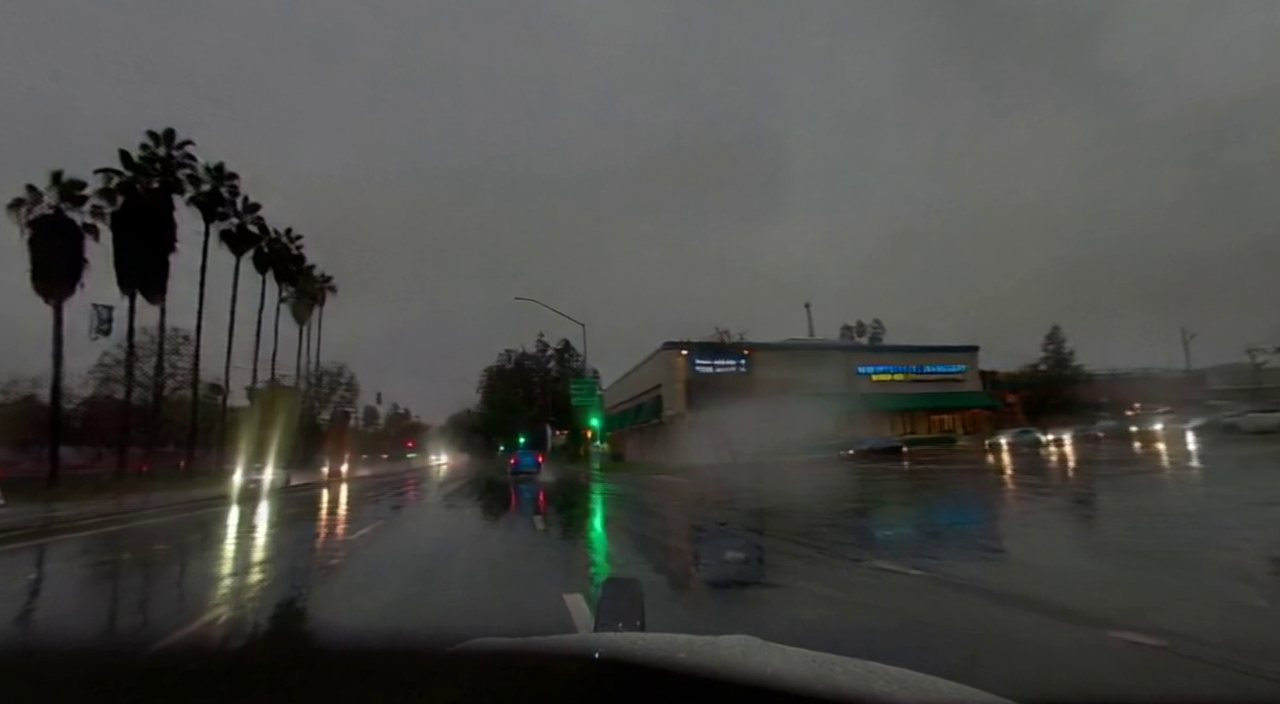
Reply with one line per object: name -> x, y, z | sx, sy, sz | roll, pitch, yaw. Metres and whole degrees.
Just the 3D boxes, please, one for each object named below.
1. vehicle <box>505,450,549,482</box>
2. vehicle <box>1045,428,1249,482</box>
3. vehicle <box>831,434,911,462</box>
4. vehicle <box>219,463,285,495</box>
vehicle -> -6.230, 6.175, 34.469 | 1.969, 1.555, 4.431 | 2, -9, -15
vehicle -> 14.262, 2.891, 17.898 | 4.355, 1.398, 2.085 | 1, -9, -11
vehicle -> 13.371, 5.603, 36.902 | 2.046, 1.481, 4.936 | 1, -9, -12
vehicle -> -22.148, 7.241, 36.250 | 2.027, 1.534, 4.779 | 2, -9, -17
